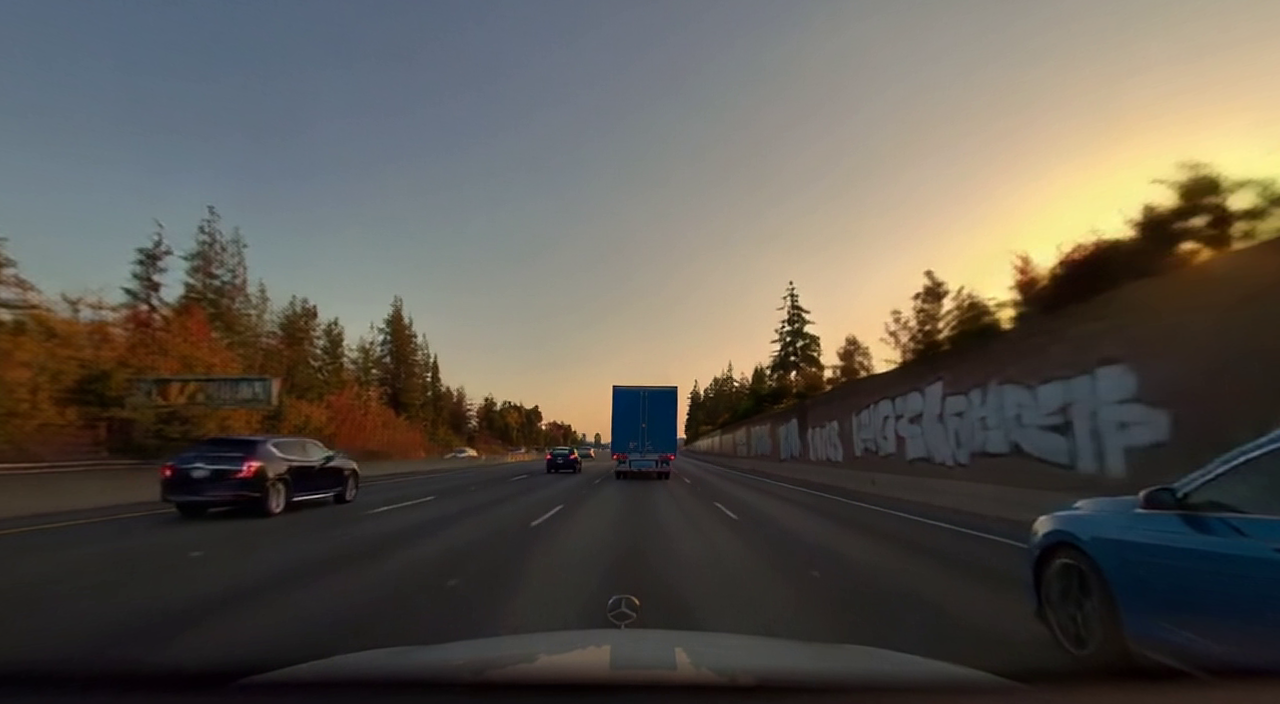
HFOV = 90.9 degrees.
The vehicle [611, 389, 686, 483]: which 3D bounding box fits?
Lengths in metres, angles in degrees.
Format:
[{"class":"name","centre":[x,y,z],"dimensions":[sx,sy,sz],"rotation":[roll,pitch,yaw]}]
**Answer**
[{"class":"vehicle","centre":[0.247,4.068,29.769],"dimensions":[2.915,3.661,9.741],"rotation":[0,-9,-1]}]

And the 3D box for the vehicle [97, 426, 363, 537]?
[{"class":"vehicle","centre":[-6.938,2.221,11.332],"dimensions":[2.005,1.607,4.042],"rotation":[0,-9,0]}]

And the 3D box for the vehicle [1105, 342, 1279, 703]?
[{"class":"vehicle","centre":[3.660,0.596,1.157],"dimensions":[2.205,1.689,4.403],"rotation":[0,-9,0]}]

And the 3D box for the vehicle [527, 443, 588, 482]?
[{"class":"vehicle","centre":[-3.388,4.654,26.763],"dimensions":[2.020,1.505,4.171],"rotation":[0,-9,0]}]
